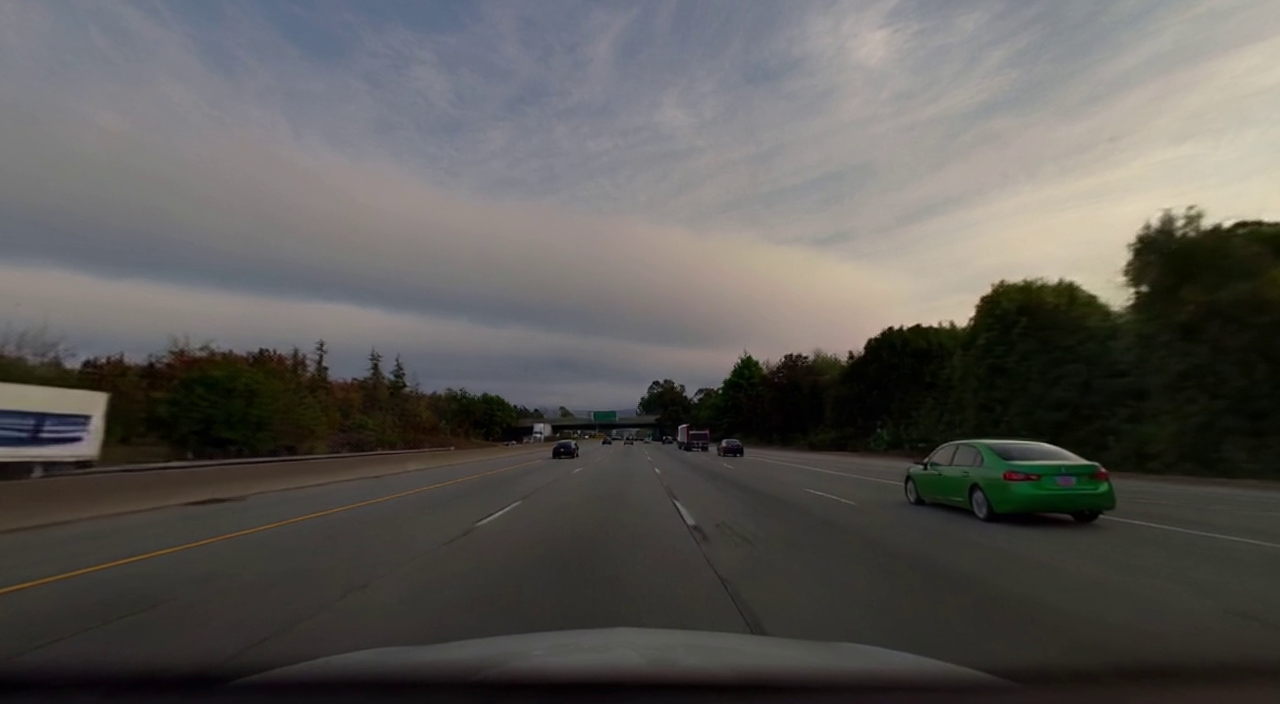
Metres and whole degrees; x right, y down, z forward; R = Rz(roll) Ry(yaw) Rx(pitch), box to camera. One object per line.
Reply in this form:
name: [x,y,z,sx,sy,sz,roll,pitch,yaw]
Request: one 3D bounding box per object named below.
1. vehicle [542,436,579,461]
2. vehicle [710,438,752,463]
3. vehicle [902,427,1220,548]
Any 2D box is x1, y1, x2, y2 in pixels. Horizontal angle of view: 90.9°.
vehicle: [-5.175,6.276,41.258,1.966,1.570,3.859,0,-8,-1]
vehicle: [5.526,5.996,38.751,1.920,1.436,3.890,0,-8,-2]
vehicle: [6.143,1.970,9.998,2.028,1.488,4.236,0,-8,-2]
